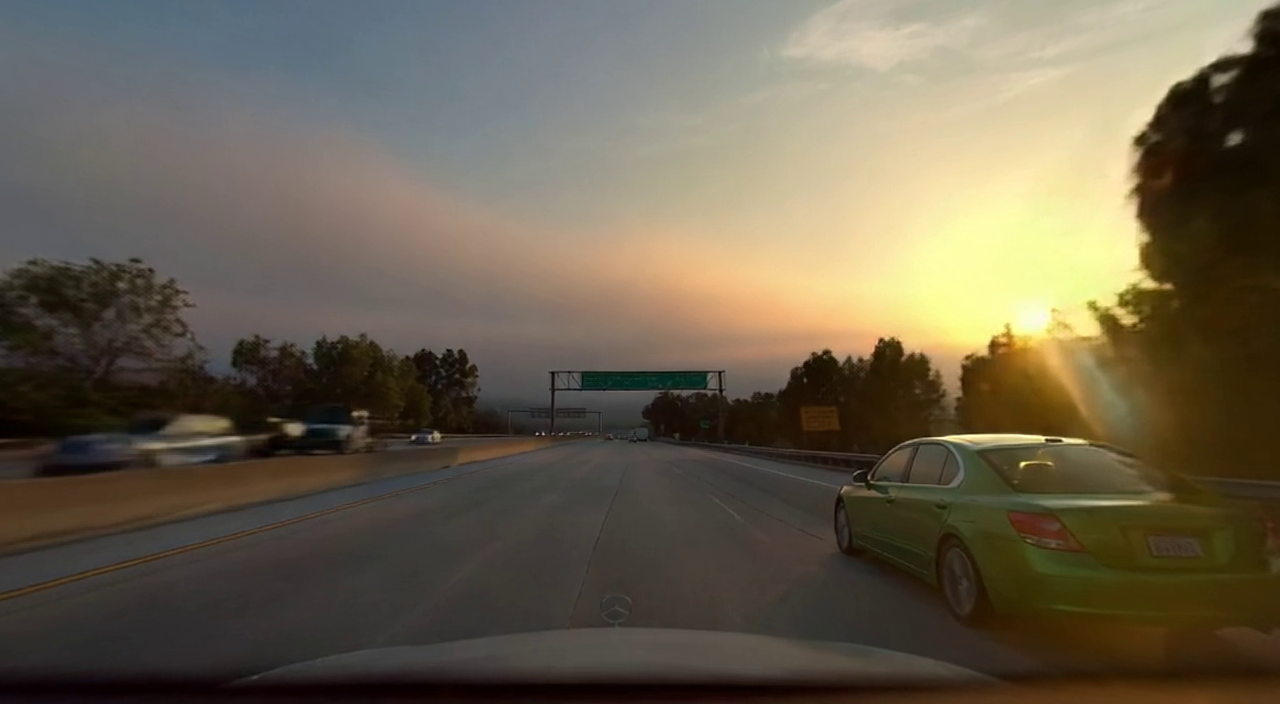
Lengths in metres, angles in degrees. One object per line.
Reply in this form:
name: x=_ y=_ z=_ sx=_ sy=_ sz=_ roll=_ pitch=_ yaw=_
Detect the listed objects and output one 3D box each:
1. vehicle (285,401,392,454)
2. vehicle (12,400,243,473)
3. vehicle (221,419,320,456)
vehicle: x=-16.101 y=4.139 z=34.208 sx=2.605 sy=2.606 sz=6.292 roll=0 pitch=-8 yaw=0
vehicle: x=-12.158 y=2.088 z=15.471 sx=1.906 sy=1.530 sz=4.488 roll=0 pitch=-8 yaw=0
vehicle: x=-15.949 y=3.740 z=27.476 sx=1.816 sy=1.502 sz=4.194 roll=0 pitch=-8 yaw=-1
